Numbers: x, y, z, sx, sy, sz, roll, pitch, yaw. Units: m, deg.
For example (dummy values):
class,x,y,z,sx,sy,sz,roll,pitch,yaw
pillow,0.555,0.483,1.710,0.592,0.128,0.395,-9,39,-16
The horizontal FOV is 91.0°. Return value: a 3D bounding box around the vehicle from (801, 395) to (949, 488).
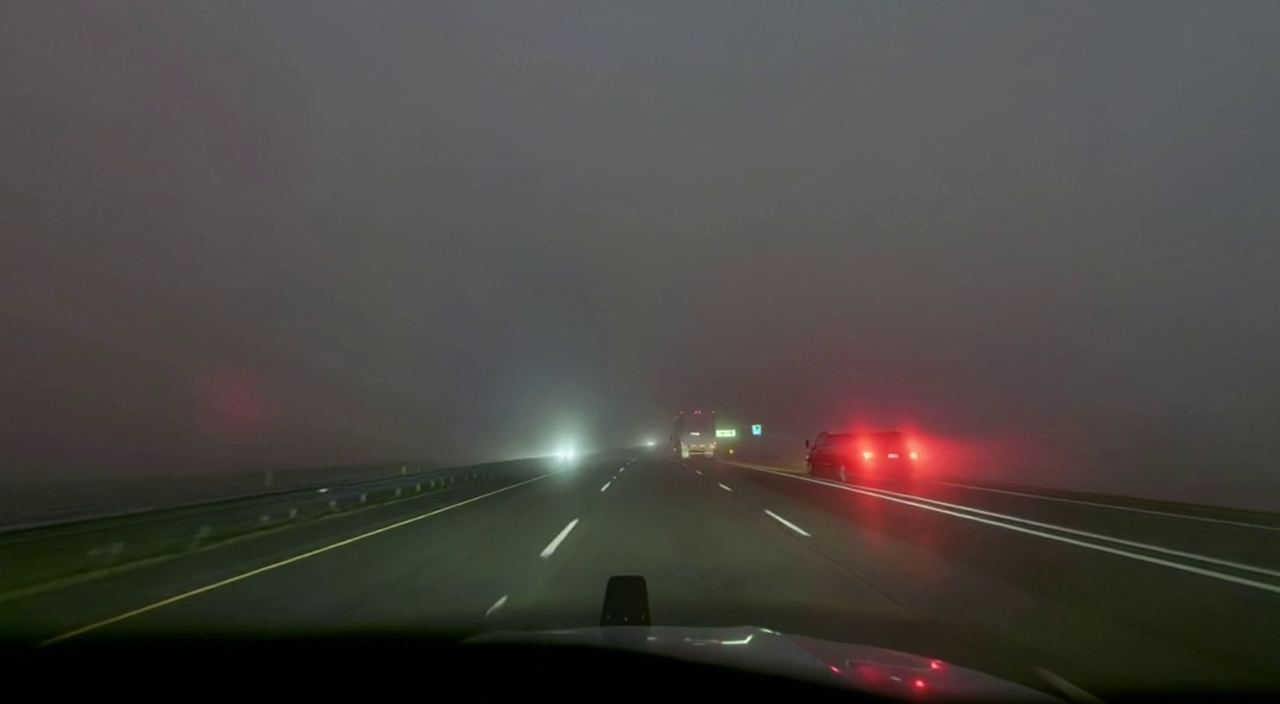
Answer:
class,x,y,z,sx,sy,sz,roll,pitch,yaw
vehicle,7.921,3.179,22.422,2.474,2.730,7.349,0,-8,0
